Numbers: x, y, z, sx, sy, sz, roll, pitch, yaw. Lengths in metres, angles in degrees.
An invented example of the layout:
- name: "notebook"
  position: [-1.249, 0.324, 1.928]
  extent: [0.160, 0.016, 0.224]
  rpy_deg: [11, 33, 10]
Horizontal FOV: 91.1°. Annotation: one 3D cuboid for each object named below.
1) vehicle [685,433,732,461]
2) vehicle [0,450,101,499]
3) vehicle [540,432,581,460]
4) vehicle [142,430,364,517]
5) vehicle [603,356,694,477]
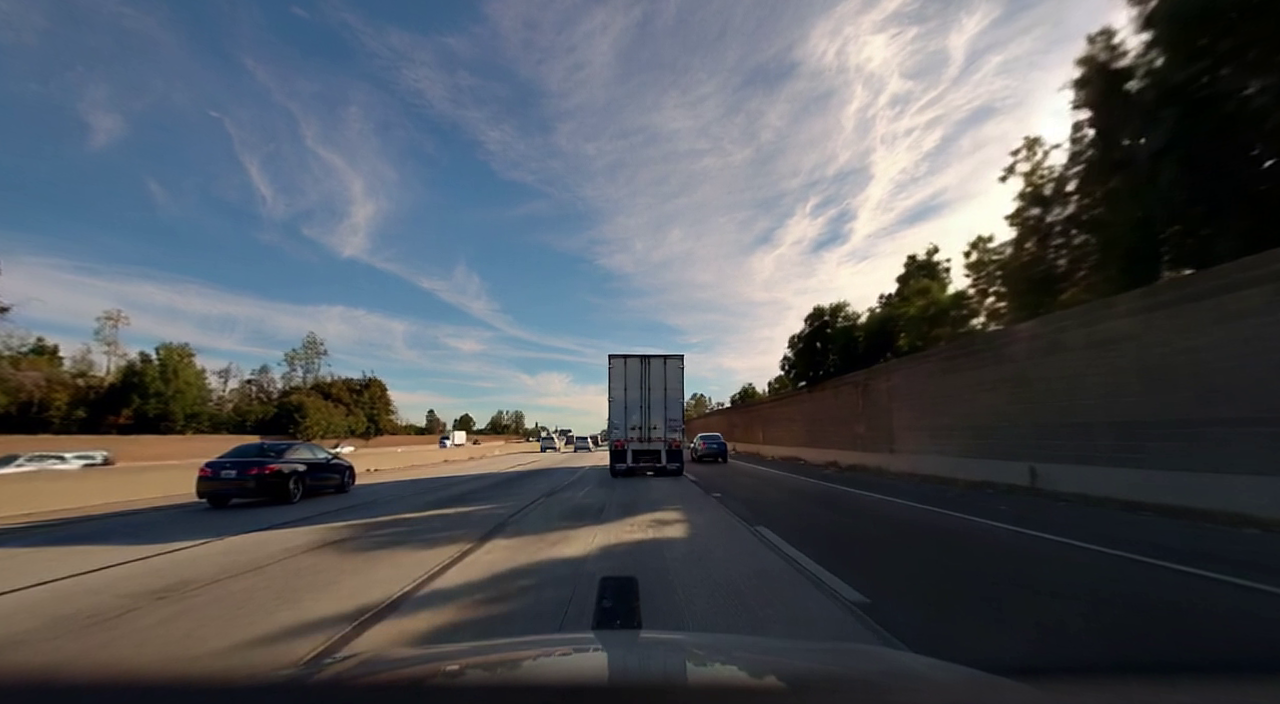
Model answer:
- name: "vehicle"
  position: [3.900, 5.499, 36.537]
  extent: [2.044, 1.508, 4.716]
  rpy_deg: [0, -8, -2]
- name: "vehicle"
  position: [-23.322, 4.530, 23.582]
  extent: [1.886, 1.622, 4.933]
  rpy_deg: [0, -8, -1]
- name: "vehicle"
  position: [-5.010, 5.974, 40.023]
  extent: [2.134, 1.650, 4.133]
  rpy_deg: [0, -8, -1]
- name: "vehicle"
  position: [-7.663, 2.398, 13.037]
  extent: [2.059, 1.500, 4.001]
  rpy_deg: [0, -8, -1]
- name: "vehicle"
  position: [0.050, 2.787, 25.569]
  extent: [2.904, 3.915, 10.473]
  rpy_deg: [0, -8, -2]
